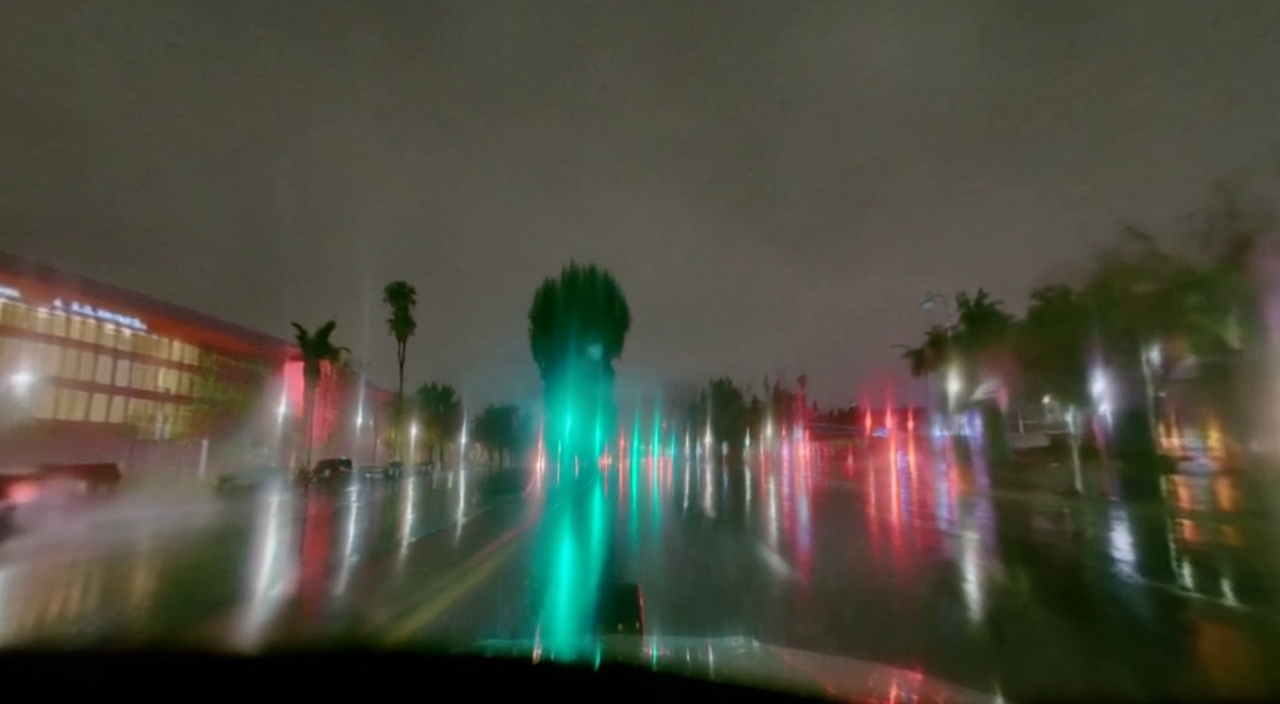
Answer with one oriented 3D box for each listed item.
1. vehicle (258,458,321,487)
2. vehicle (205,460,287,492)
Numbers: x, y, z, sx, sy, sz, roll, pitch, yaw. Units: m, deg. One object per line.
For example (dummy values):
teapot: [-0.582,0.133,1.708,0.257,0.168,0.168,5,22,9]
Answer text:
vehicle: [-25.878,8.902,46.910,2.136,1.843,5.019,0,-8,-5]
vehicle: [-25.483,8.033,41.157,2.099,1.814,5.092,0,-8,-1]
